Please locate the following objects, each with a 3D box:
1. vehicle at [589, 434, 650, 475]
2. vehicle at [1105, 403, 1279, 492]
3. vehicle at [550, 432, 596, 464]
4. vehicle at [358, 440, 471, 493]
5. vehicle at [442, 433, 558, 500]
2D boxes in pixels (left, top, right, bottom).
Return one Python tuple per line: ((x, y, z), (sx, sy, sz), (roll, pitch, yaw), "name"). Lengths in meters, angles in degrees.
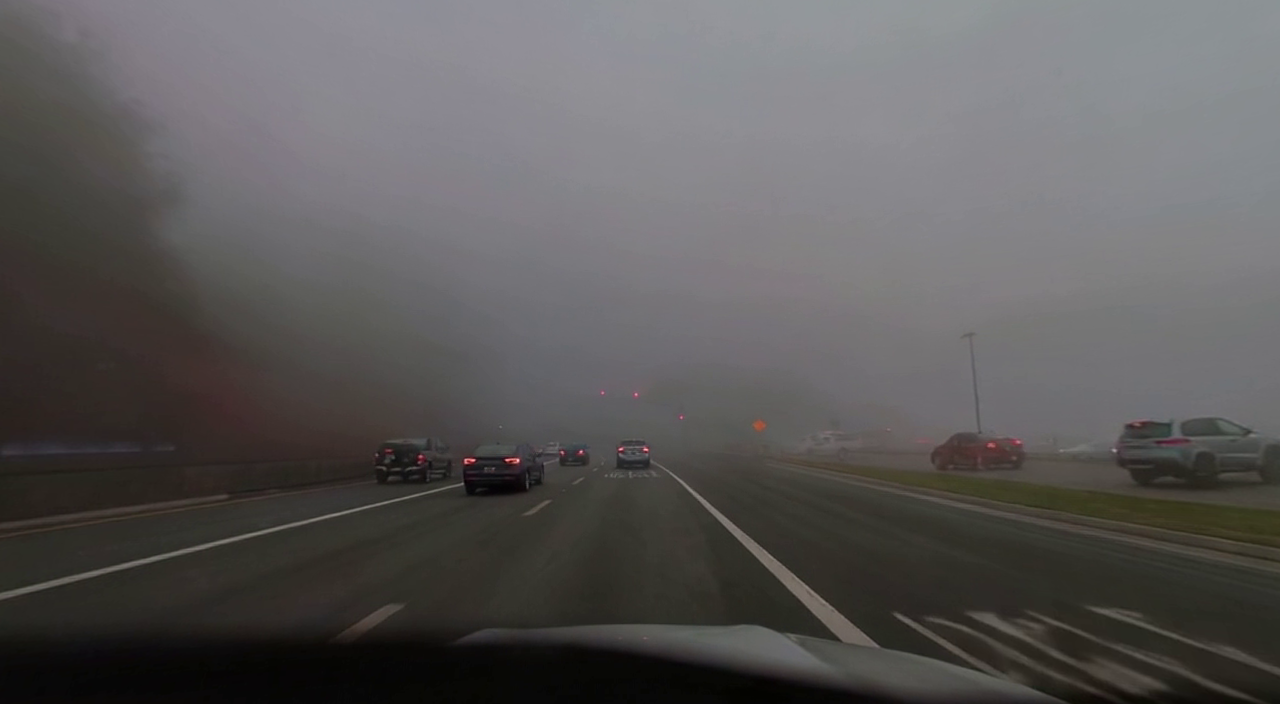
((-0.761, 4.112, 25.611), (2.231, 1.481, 4.489), (0, -8, 0), "vehicle")
((14.914, 2.457, 16.370), (5.394, 1.994, 2.228), (4, -9, -26), "vehicle")
((-3.804, 5.591, 36.711), (2.144, 1.732, 4.279), (0, -8, 1), "vehicle")
((-6.962, 3.560, 20.048), (1.852, 1.458, 4.422), (0, -8, 2), "vehicle")
((-3.462, 2.928, 16.575), (1.920, 1.480, 4.549), (0, -8, 1), "vehicle")
